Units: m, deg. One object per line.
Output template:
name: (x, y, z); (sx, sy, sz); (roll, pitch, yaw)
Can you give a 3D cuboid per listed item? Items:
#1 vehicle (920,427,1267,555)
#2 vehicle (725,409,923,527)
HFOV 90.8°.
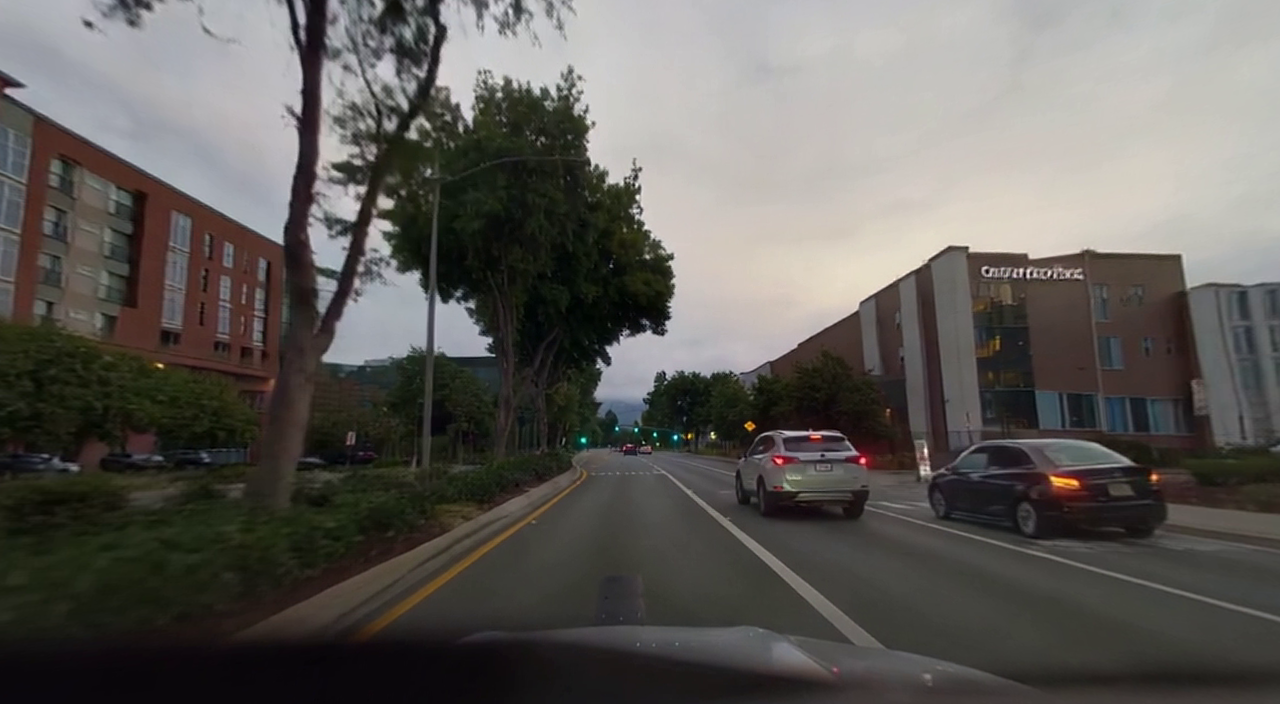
vehicle: (6.616, 2.062, 10.239); (2.088, 1.524, 5.085); (-1, -9, 4)
vehicle: (3.473, 2.357, 13.357); (2.505, 1.971, 5.162); (0, -9, -1)
